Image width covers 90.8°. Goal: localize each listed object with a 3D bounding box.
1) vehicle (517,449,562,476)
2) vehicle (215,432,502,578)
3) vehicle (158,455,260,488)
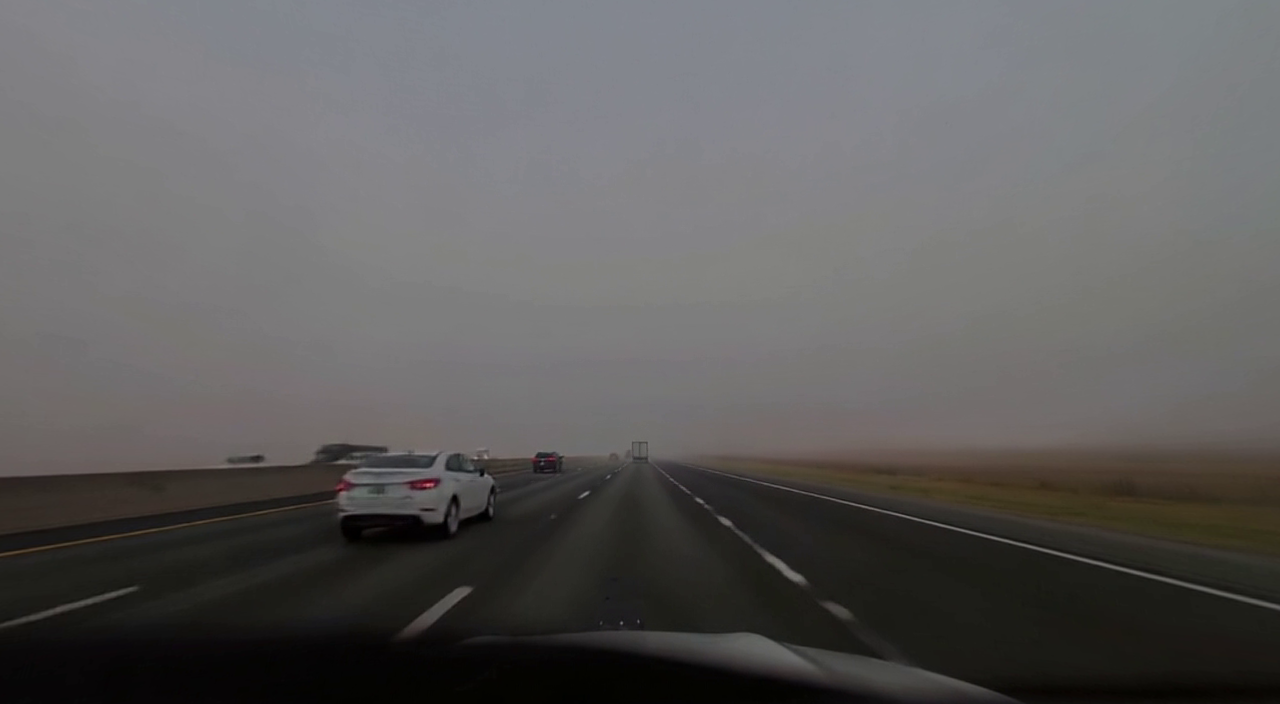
[{"bbox_3d":[-6.718,7.442,42.815,2.234,1.698,4.634,0,-9,1],"label":"vehicle"},{"bbox_3d":[-3.636,2.065,9.304,2.139,1.607,4.378,0,-9,1],"label":"vehicle"},{"bbox_3d":[-21.713,6.019,32.052,1.897,1.499,4.565,0,-9,1],"label":"vehicle"}]
